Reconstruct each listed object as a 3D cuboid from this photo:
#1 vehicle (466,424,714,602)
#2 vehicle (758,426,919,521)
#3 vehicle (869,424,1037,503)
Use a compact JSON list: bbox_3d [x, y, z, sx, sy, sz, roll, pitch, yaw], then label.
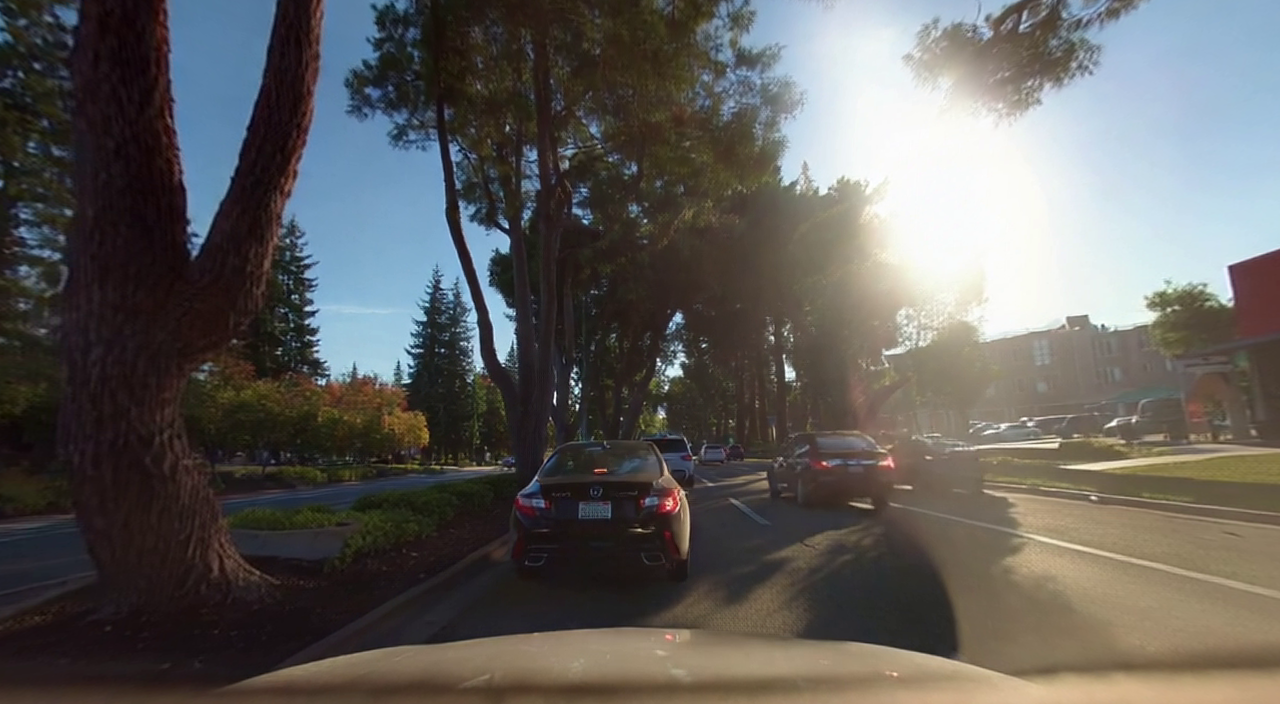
[{"bbox_3d":[-0.431,1.679,7.439,2.111,1.506,4.018,0,-8,0],"label":"vehicle"},{"bbox_3d":[3.870,2.446,13.158,1.971,1.637,4.317,0,-9,0],"label":"vehicle"},{"bbox_3d":[7.753,2.806,16.158,2.064,1.747,4.372,0,-9,1],"label":"vehicle"}]
